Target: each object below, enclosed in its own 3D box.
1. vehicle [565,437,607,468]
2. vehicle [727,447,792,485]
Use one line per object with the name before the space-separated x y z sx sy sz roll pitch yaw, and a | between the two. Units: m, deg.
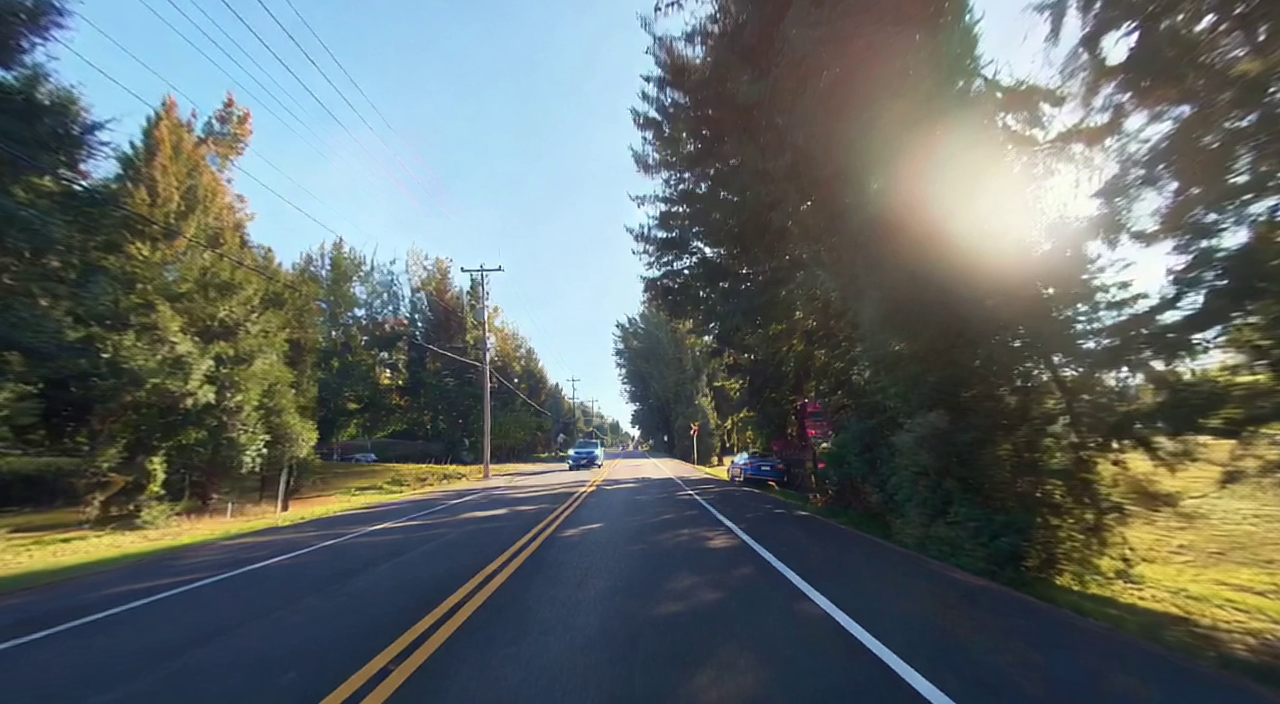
vehicle | -3.213 6.090 38.444 2.023 1.722 4.372 0 -9 1
vehicle | 4.996 4.824 27.057 1.905 1.482 4.240 0 -9 -1
